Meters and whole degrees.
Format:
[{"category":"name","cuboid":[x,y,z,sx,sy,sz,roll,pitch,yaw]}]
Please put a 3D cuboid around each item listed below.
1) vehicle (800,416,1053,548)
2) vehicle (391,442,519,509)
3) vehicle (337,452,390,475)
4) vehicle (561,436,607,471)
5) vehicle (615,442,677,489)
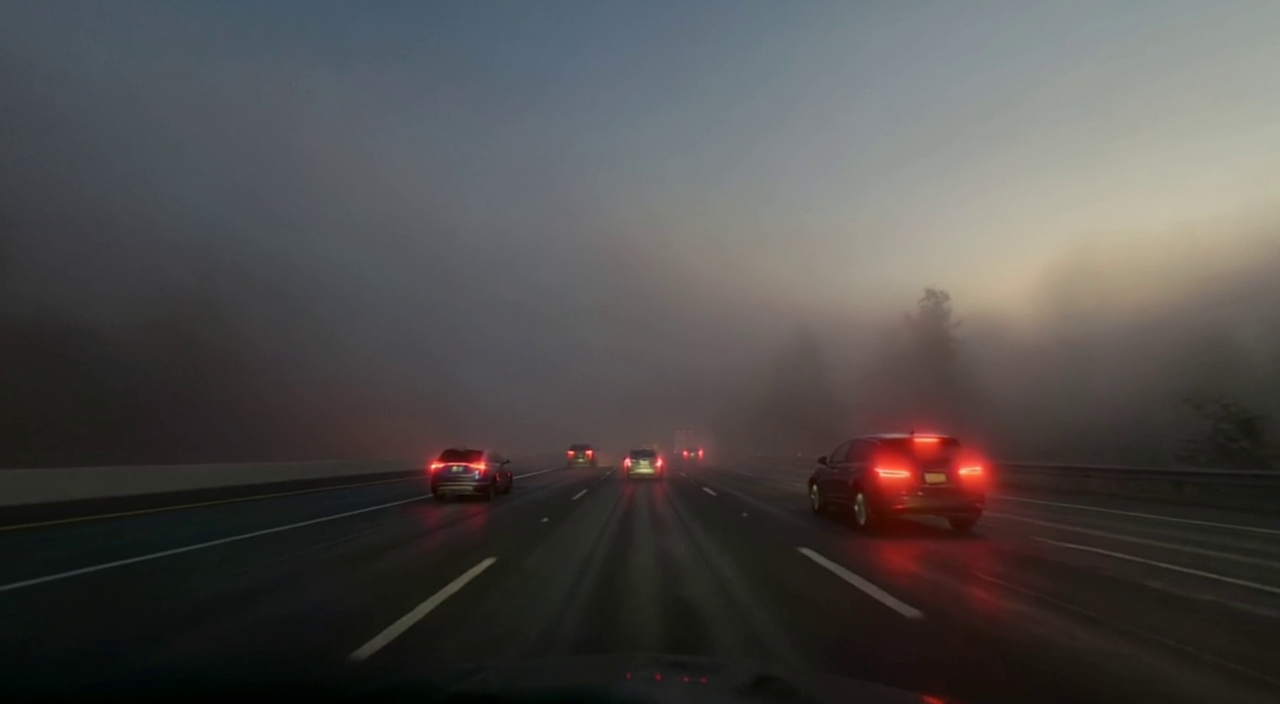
[{"category":"vehicle","cuboid":[4.188,1.974,10.095,2.018,1.639,4.149,0,-9,-1]},{"category":"vehicle","cuboid":[-4.591,3.127,16.343,1.967,1.473,4.439,0,-9,0]},{"category":"vehicle","cuboid":[-20.291,8.157,46.223,1.901,1.582,4.159,-1,-9,2]},{"category":"vehicle","cuboid":[-3.320,6.156,38.025,2.230,1.973,4.403,-1,-9,2]},{"category":"vehicle","cuboid":[0.196,4.098,22.870,2.015,1.526,4.286,0,-9,0]}]
